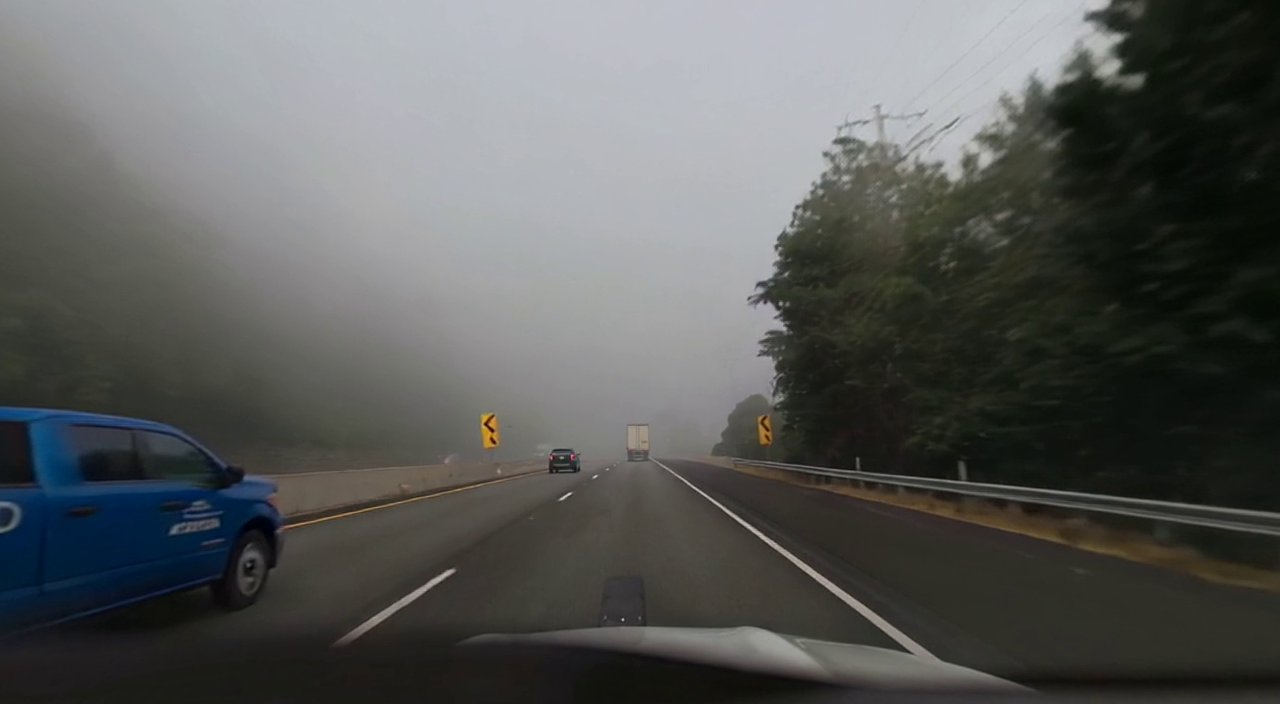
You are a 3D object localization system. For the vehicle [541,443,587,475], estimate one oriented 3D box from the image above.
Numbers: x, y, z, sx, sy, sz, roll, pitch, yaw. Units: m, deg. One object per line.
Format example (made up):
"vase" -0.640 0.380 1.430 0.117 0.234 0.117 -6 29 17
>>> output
"vehicle" -4.339 6.149 36.432 2.111 1.735 4.066 0 -9 0

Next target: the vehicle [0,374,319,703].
"vehicle" -3.931 0.988 3.085 2.049 1.697 4.998 0 -9 0
